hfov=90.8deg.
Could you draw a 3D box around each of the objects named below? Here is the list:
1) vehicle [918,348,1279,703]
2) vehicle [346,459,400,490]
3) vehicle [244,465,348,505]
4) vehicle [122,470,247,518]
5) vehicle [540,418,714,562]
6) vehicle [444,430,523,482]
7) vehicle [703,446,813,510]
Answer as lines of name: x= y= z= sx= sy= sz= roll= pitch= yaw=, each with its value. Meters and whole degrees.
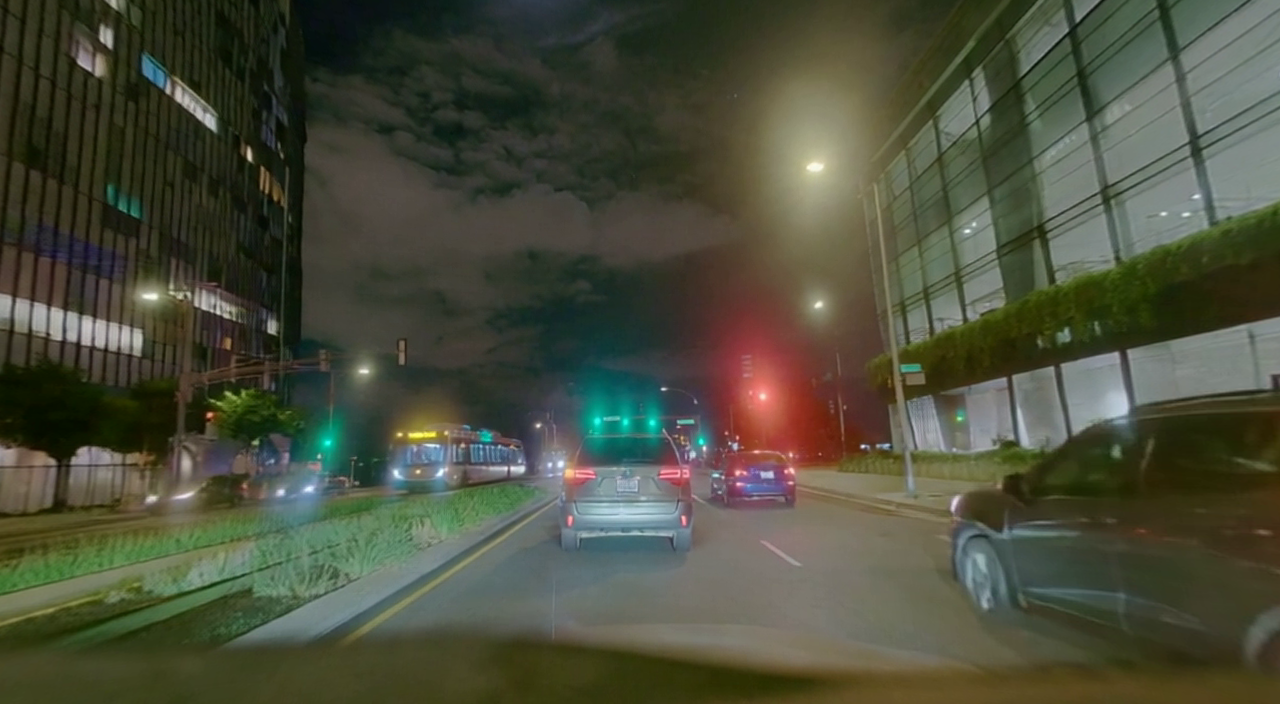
vehicle: x=3.538 y=0.968 z=3.281 sx=2.029 sy=1.717 sz=4.624 roll=0 pitch=-9 yaw=0
vehicle: x=-19.189 y=8.794 z=45.653 sx=1.933 sy=1.919 sz=4.913 roll=0 pitch=-9 yaw=-3
vehicle: x=-15.153 y=5.858 z=28.190 sx=2.077 sy=1.458 sz=4.718 roll=0 pitch=-9 yaw=-1
vehicle: x=-19.249 y=5.986 z=27.036 sx=2.066 sy=1.700 sz=4.536 roll=0 pitch=-9 yaw=-2
vehicle: x=-0.245 y=2.051 z=10.140 sx=2.178 sy=1.779 sz=4.255 roll=0 pitch=-9 yaw=-2
vehicle: x=-11.107 y=7.507 z=46.183 sx=3.053 sy=3.359 sz=10.539 roll=0 pitch=-9 yaw=0
vehicle: x=2.990 y=3.296 z=17.057 sx=1.993 sy=1.480 sz=4.324 roll=0 pitch=-9 yaw=-2
